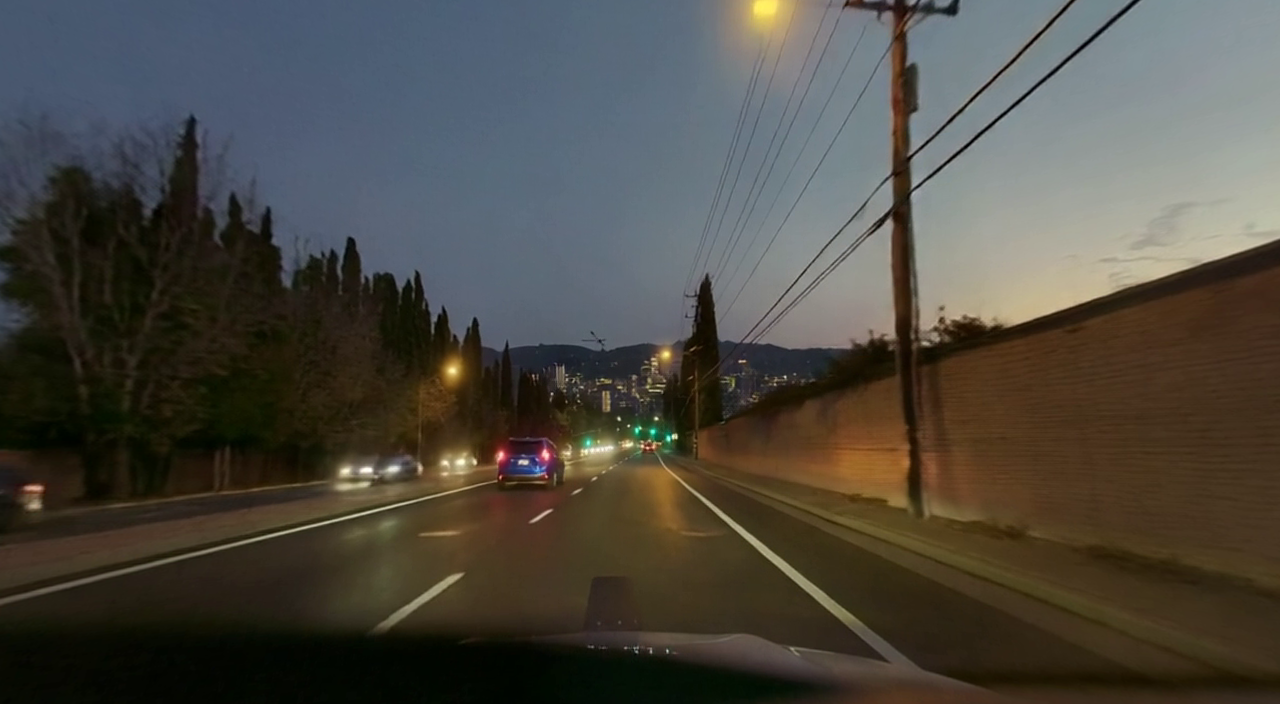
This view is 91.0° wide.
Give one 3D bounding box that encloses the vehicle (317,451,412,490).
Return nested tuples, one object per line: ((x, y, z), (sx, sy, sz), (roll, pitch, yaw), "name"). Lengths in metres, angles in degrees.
((-12.007, 5.164, 27.828), (1.988, 1.494, 4.693), (0, -8, 1), "vehicle")

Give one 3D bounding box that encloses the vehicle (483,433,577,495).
((-3.356, 3.516, 20.198), (2.147, 1.730, 4.555), (0, -8, 1), "vehicle")
